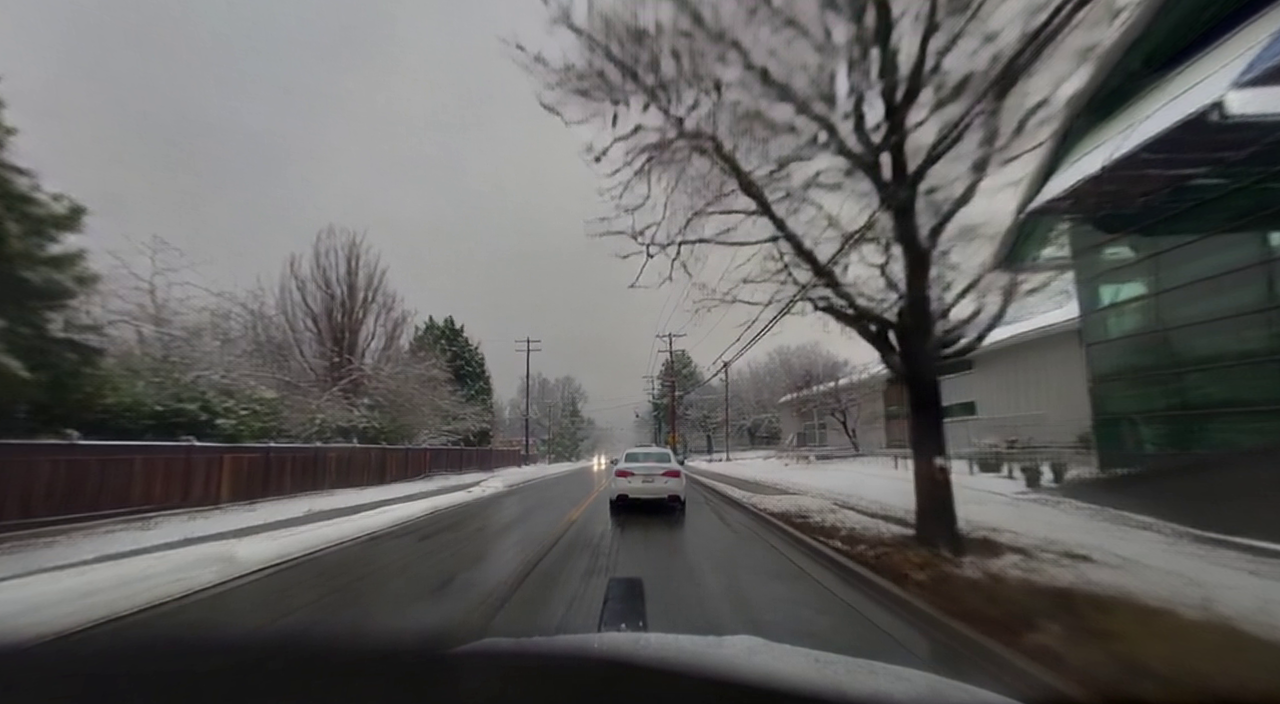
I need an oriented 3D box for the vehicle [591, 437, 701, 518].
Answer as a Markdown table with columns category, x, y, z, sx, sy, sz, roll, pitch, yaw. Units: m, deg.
| category | x | y | z | sx | sy | sz | roll | pitch | yaw |
| --- | --- | --- | --- | --- | --- | --- | --- | --- | --- |
| vehicle | 0.094 | 2.650 | 13.900 | 2.060 | 1.487 | 3.920 | 0 | -8 | -1 |
